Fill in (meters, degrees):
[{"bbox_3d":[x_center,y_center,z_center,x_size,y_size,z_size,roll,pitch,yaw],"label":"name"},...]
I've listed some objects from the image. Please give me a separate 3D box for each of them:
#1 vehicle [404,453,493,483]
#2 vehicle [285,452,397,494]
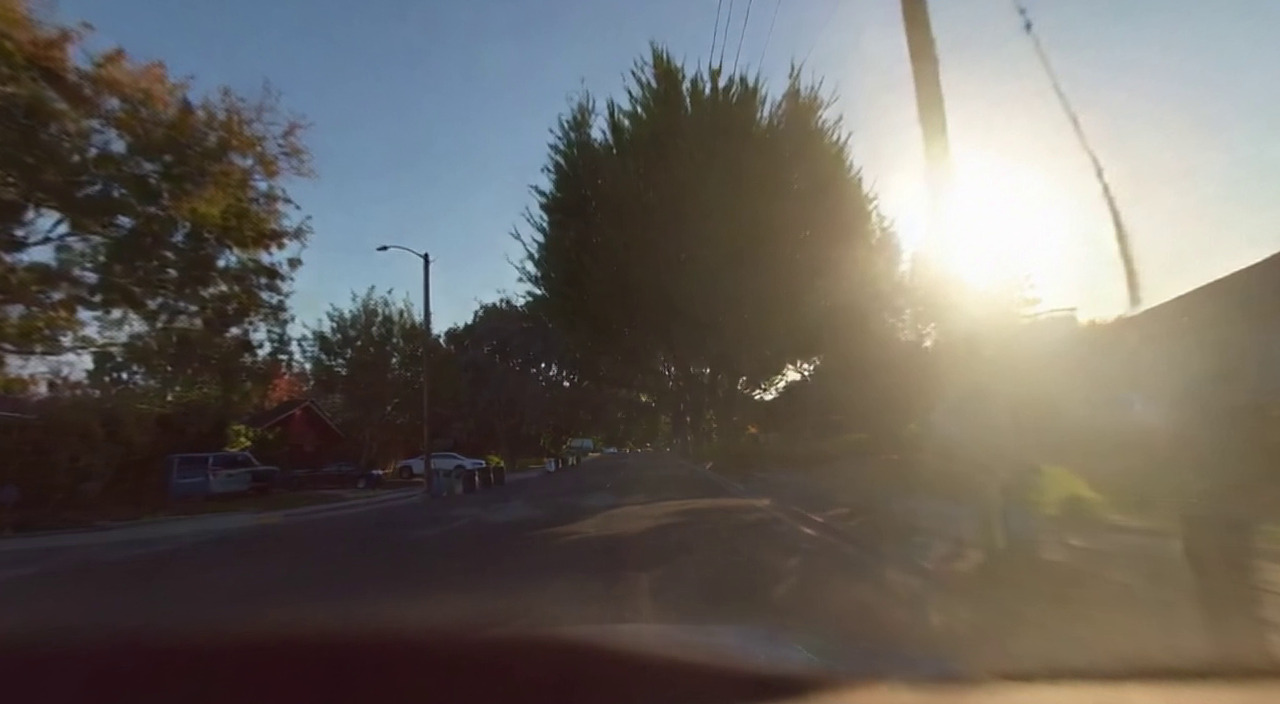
[{"bbox_3d":[-10.194,6.141,33.579,4.293,1.484,1.981,3,-10,-23],"label":"vehicle"},{"bbox_3d":[-15.593,6.321,32.955,4.903,1.566,2.215,-7,-8,9],"label":"vehicle"}]
